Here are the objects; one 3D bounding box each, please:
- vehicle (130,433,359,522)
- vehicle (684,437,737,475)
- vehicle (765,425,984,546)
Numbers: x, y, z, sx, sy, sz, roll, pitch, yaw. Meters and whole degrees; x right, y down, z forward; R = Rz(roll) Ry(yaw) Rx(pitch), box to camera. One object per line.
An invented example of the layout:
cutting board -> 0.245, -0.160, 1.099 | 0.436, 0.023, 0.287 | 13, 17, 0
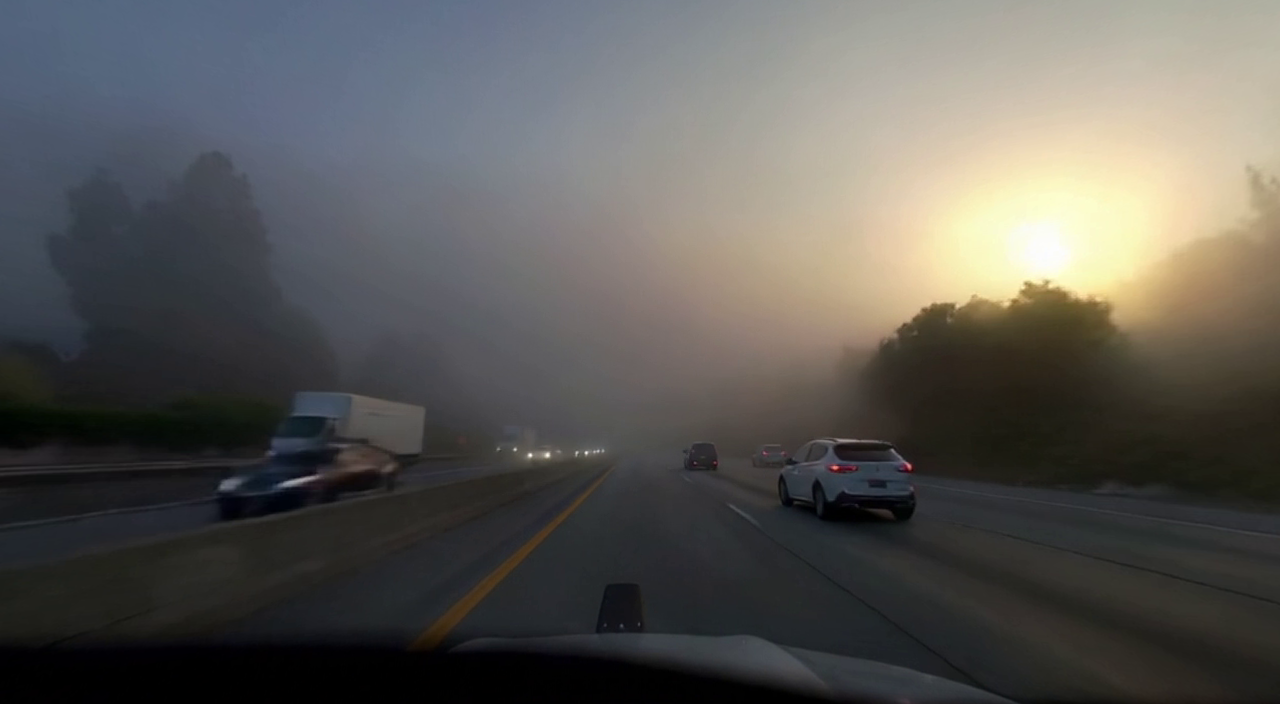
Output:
vehicle -> -7.654, 2.453, 12.846 | 1.900, 1.485, 4.239 | 0, -9, 0
vehicle -> 3.481, 5.284, 32.150 | 2.070, 1.751, 4.576 | 0, -9, -1
vehicle -> 3.597, 2.131, 10.673 | 2.023, 1.603, 4.159 | 0, -9, -1
